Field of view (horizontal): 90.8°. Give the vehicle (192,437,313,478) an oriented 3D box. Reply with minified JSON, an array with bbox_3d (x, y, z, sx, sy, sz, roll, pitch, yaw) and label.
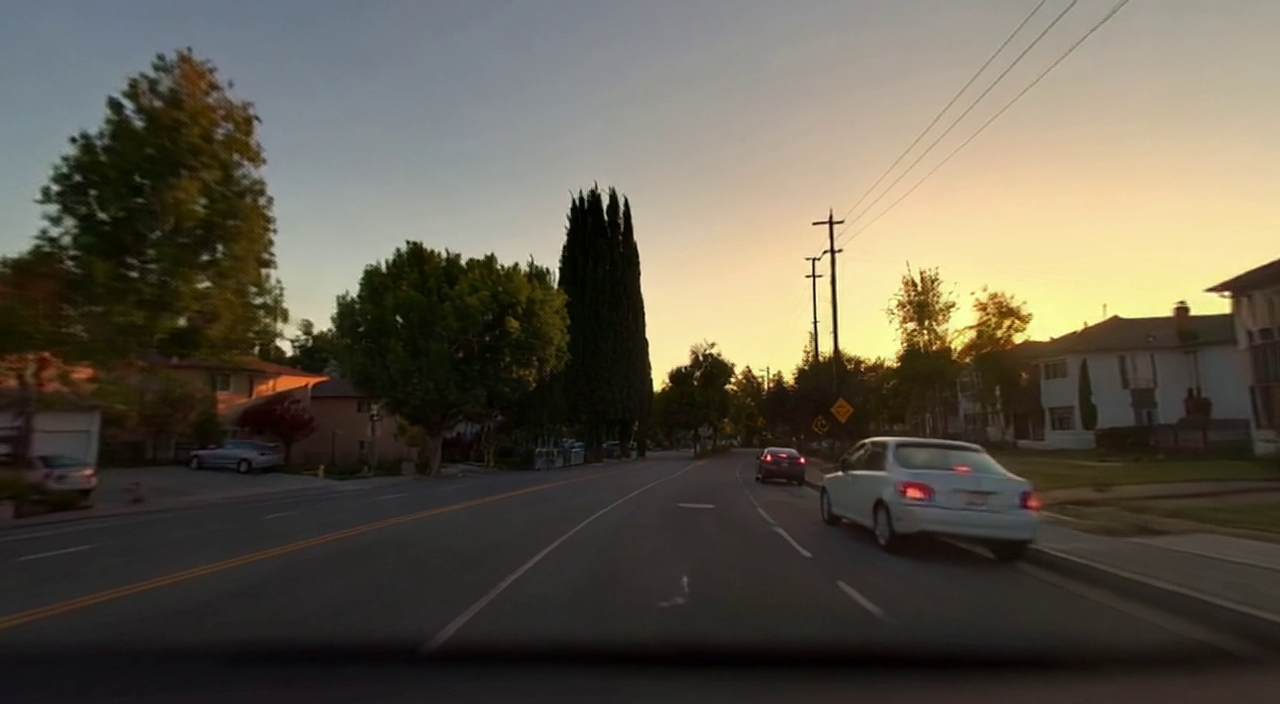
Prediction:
[{"bbox_3d":[-20.718,5.621,33.896,5.134,2.110,2.040,0,-8,3],"label":"vehicle"}]

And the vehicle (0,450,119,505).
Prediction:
[{"bbox_3d":[-19.022,3.851,19.663,4.284,1.549,1.828,-1,-8,9],"label":"vehicle"}]

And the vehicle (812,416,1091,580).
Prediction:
[{"bbox_3d":[4.042,1.931,9.235,1.989,1.782,4.351,0,-8,3],"label":"vehicle"}]

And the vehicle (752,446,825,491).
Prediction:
[{"bbox_3d":[5.281,4.165,23.077,1.993,1.457,4.599,-1,-8,6],"label":"vehicle"}]
